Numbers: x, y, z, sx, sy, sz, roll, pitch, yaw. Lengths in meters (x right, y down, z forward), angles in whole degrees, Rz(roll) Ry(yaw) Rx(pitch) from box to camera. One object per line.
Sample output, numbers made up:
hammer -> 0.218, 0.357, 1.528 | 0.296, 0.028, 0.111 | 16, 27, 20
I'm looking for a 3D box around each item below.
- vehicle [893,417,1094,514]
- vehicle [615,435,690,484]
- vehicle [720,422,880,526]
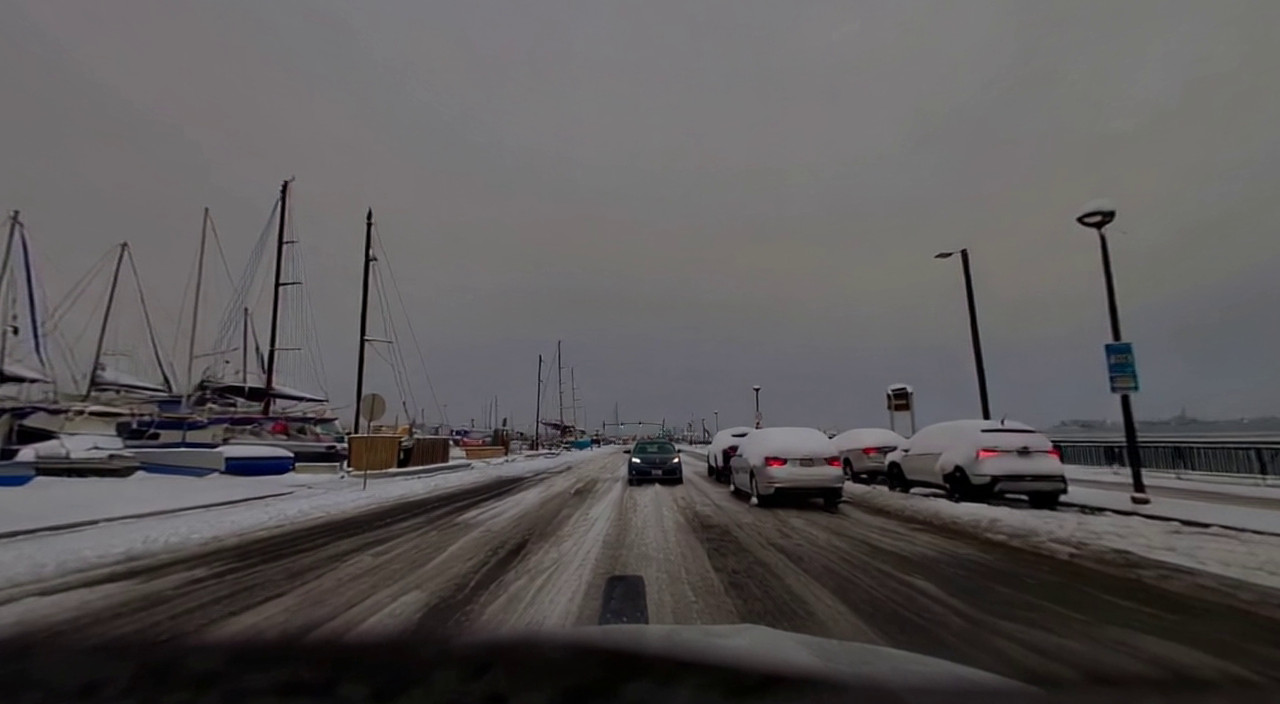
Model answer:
vehicle -> 7.798, 2.550, 14.574 | 1.969, 1.852, 4.514 | 0, -9, -1
vehicle -> 0.441, 3.628, 21.489 | 2.284, 1.496, 3.949 | -1, -9, 2
vehicle -> 2.826, 2.258, 12.168 | 2.047, 1.640, 4.051 | -1, -9, 1
